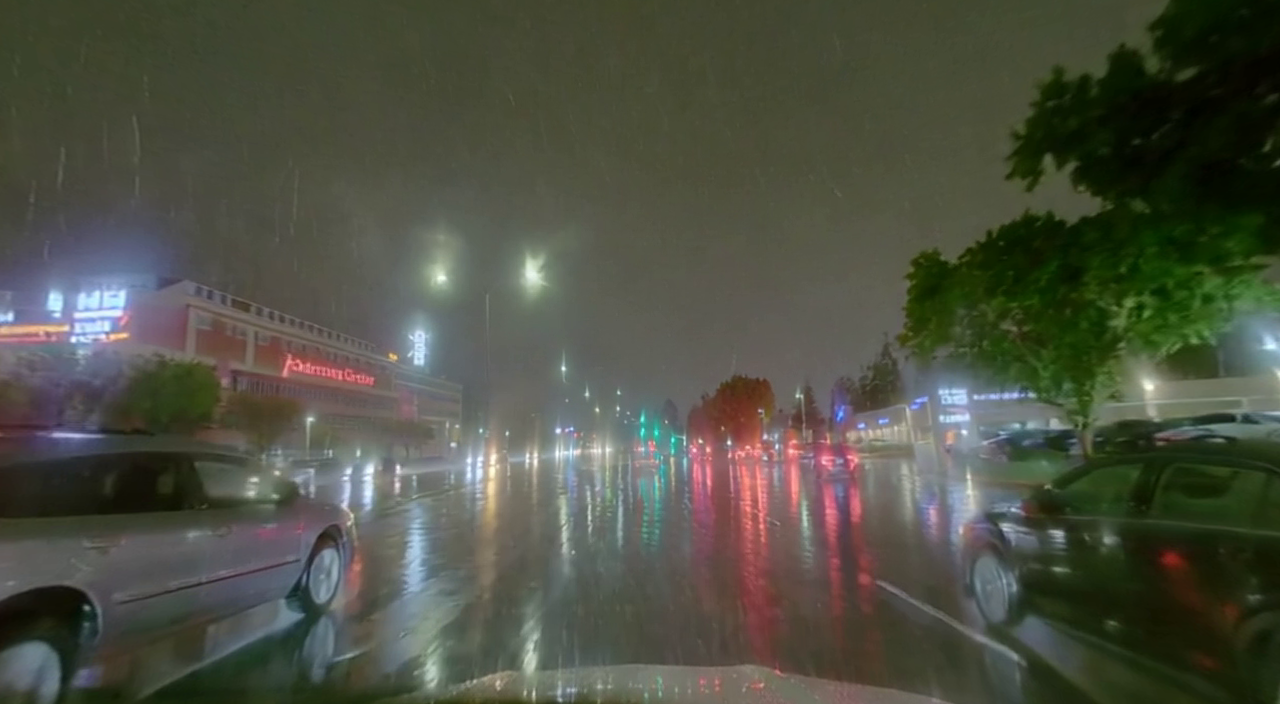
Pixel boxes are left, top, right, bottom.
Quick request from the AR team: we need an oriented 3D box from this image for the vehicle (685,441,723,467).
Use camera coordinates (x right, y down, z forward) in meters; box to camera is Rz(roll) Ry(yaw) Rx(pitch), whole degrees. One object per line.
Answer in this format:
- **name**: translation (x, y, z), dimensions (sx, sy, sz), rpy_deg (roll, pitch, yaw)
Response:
- **vehicle**: translation (4.273, 6.892, 42.697), dimensions (2.007, 1.683, 4.171), rpy_deg (0, -9, -2)

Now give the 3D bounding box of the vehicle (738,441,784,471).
- **vehicle**: translation (7.753, 6.693, 40.779), dimensions (2.003, 1.789, 4.718), rpy_deg (0, -9, -1)

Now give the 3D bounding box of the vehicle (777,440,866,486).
- **vehicle**: translation (7.145, 4.394, 25.304), dimensions (2.077, 1.666, 4.342), rpy_deg (0, -9, -3)

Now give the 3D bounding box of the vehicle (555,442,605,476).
- **vehicle**: translation (-2.832, 5.150, 30.574), dimensions (1.917, 1.511, 4.436), rpy_deg (-1, -9, 1)

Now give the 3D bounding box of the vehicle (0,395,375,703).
- **vehicle**: translation (-3.638, 1.081, 3.469), dimensions (2.155, 1.504, 4.776), rpy_deg (-1, -9, 2)

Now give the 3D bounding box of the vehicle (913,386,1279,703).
- **vehicle**: translation (3.280, 0.981, 2.958), dimensions (1.981, 1.499, 4.536), rpy_deg (0, -9, 0)
